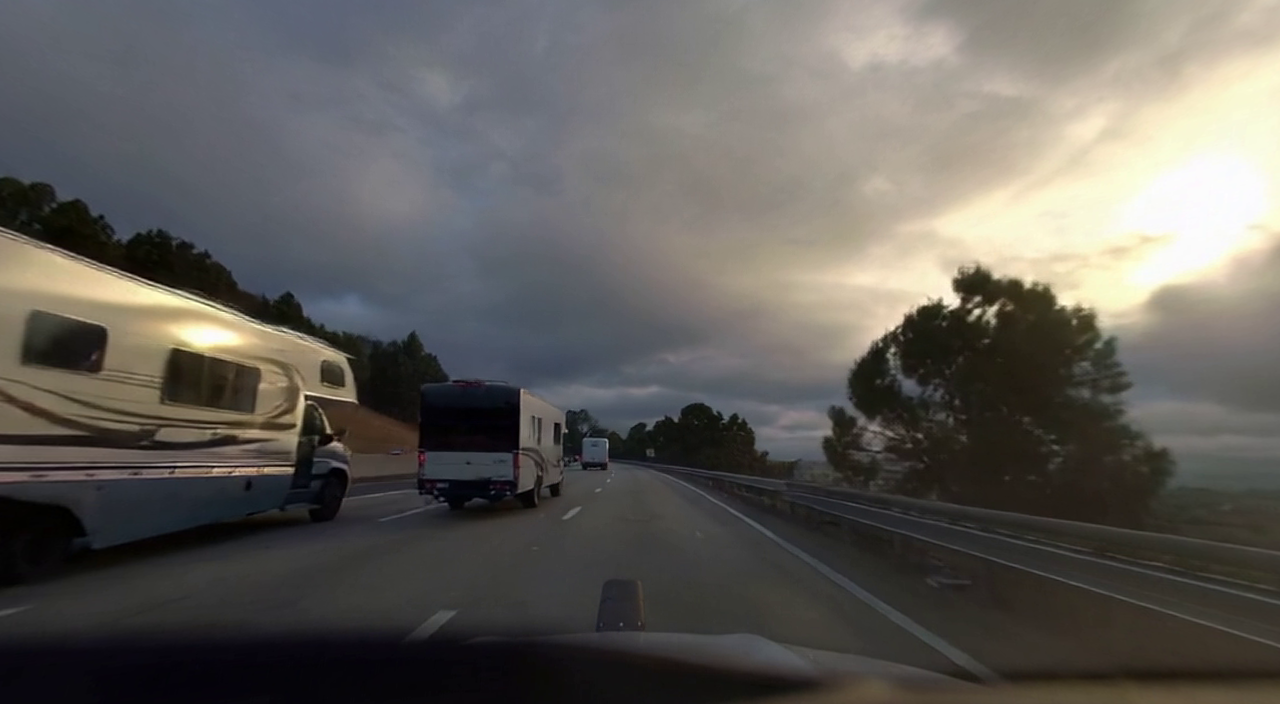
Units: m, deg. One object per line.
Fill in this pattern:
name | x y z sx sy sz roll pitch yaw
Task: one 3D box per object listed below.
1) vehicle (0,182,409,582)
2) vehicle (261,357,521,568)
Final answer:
vehicle | -8.026 1.001 10.769 2.929 4.010 14.446 0 -9 -1
vehicle | -3.424 1.637 9.705 2.331 2.583 3.743 0 -9 1
